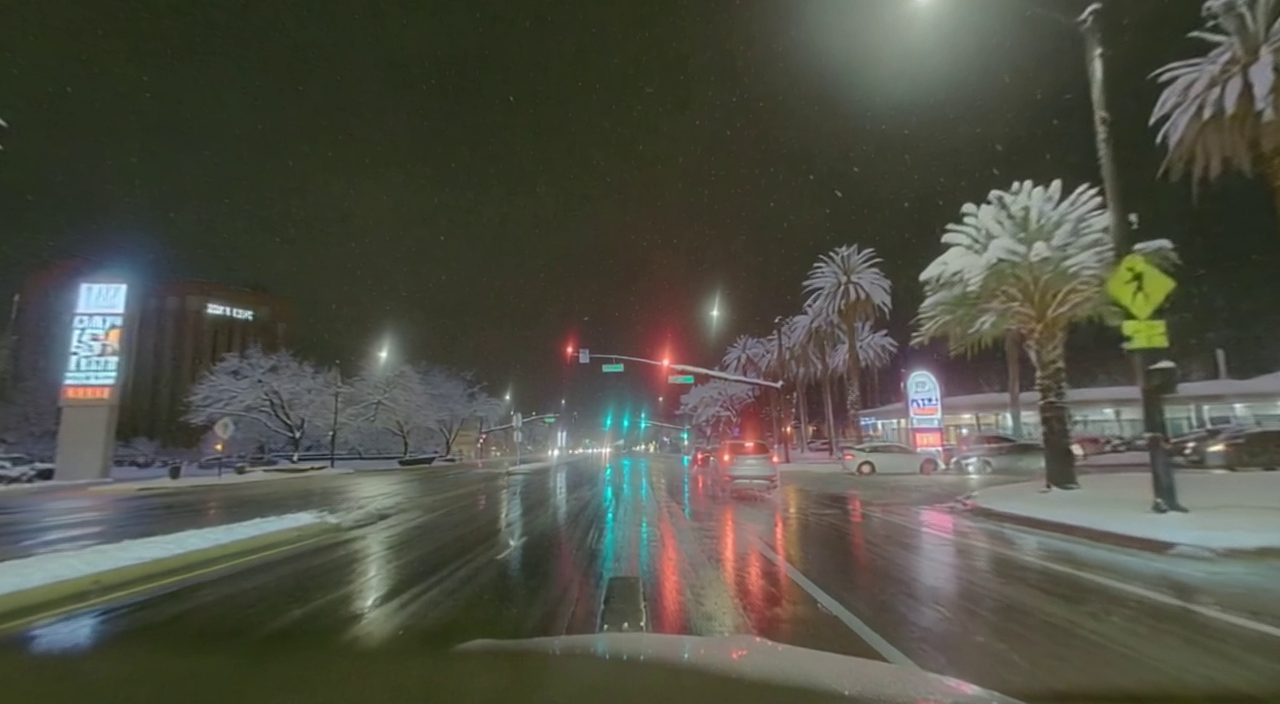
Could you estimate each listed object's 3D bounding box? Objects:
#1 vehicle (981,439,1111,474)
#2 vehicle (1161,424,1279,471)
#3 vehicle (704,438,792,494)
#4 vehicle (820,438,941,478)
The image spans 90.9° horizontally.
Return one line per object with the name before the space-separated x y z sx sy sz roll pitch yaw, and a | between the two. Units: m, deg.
vehicle | 18.288 4.720 28.541 4.462 1.474 2.083 0 -8 -1
vehicle | 27.199 4.277 28.093 5.803 1.983 2.284 0 -9 1
vehicle | 3.242 3.495 19.760 1.931 1.534 4.126 0 -8 -1
vehicle | 10.526 4.661 27.888 4.448 1.640 2.160 0 -8 -1
